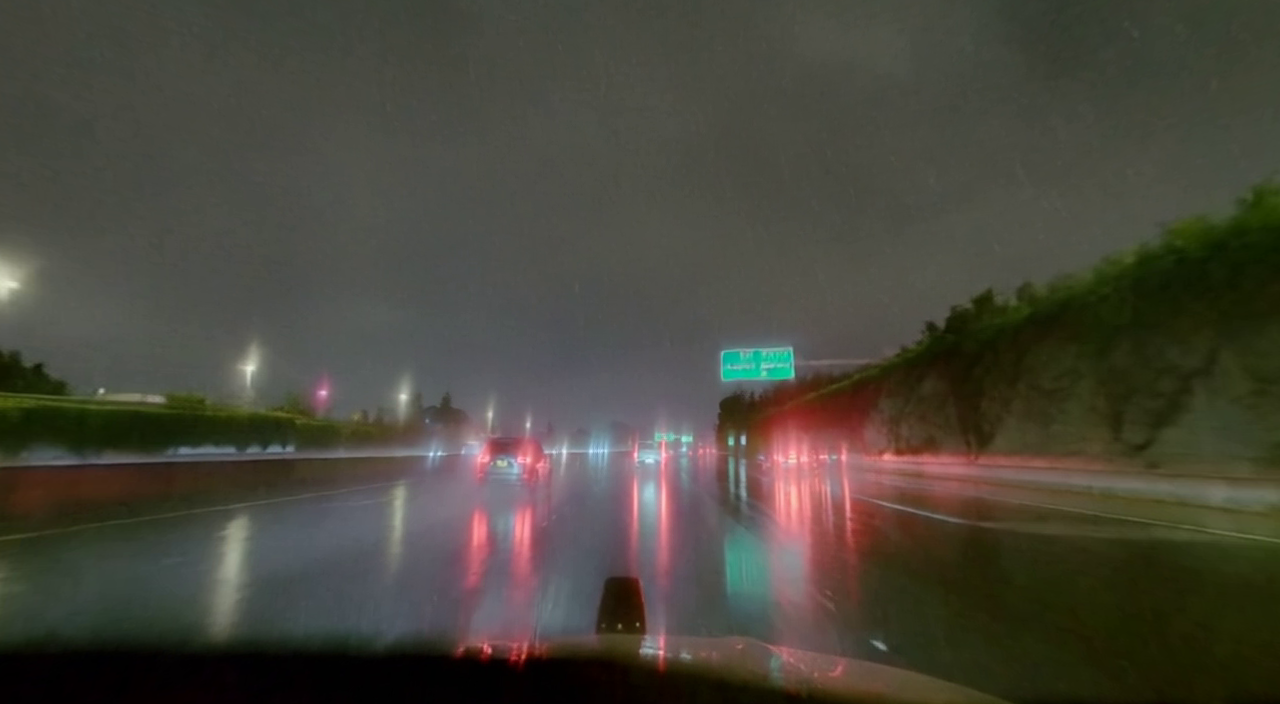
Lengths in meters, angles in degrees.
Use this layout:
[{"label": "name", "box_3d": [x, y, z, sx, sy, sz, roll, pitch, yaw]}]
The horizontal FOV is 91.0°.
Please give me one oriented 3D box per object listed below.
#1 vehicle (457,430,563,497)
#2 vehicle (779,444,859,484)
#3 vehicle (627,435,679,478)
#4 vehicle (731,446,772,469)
[{"label": "vehicle", "box_3d": [-3.746, 3.321, 19.068, 2.142, 1.759, 4.297, 0, -9, 2]}, {"label": "vehicle", "box_3d": [7.125, 4.499, 25.598, 1.936, 1.480, 4.373, 0, -9, 0]}, {"label": "vehicle", "box_3d": [0.608, 4.954, 29.985, 2.270, 1.862, 4.949, 0, -9, 1]}, {"label": "vehicle", "box_3d": [7.498, 7.170, 42.884, 2.005, 1.456, 4.287, 0, -9, 0]}]
